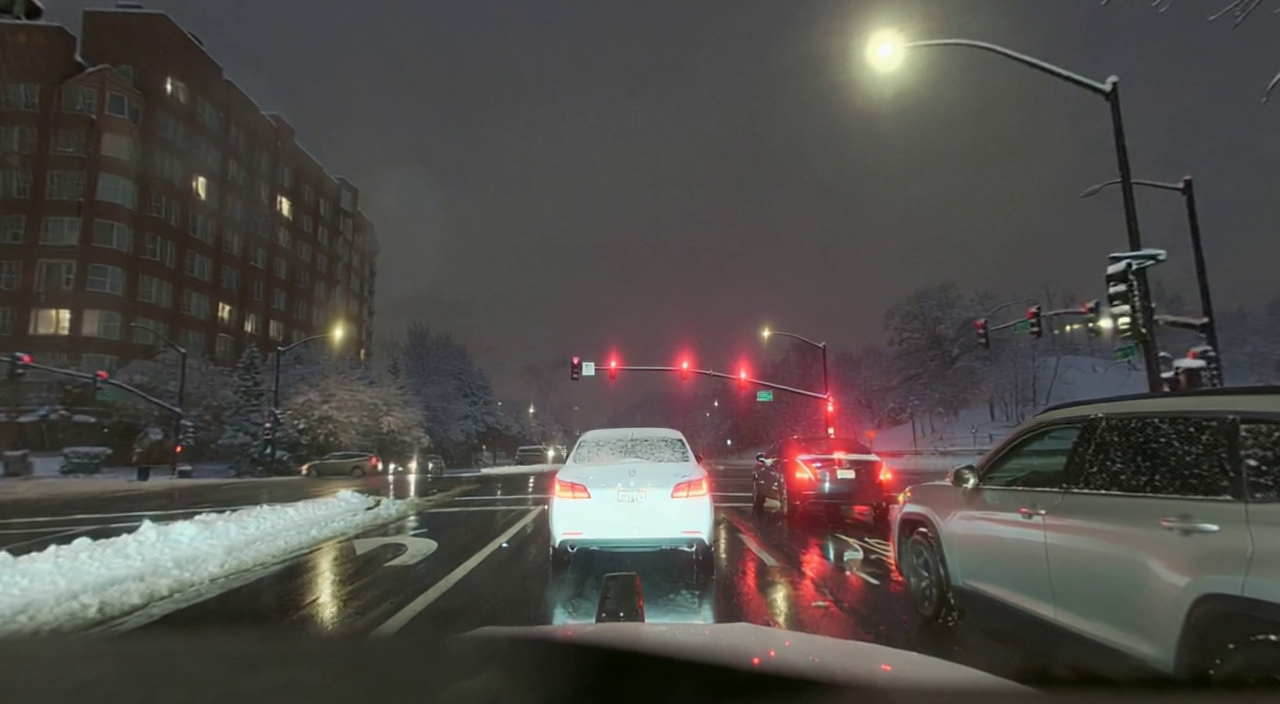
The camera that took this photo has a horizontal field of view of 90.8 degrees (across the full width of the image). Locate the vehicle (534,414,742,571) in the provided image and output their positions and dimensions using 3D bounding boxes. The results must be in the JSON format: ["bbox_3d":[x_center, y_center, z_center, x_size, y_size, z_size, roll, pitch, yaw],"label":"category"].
[{"bbox_3d":[-0.070,1.786,8.758,2.188,1.637,4.027,0,-8,-1],"label":"vehicle"}]

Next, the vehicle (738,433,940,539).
[{"bbox_3d":[3.153,2.215,11.140,2.001,1.463,4.398,0,-8,-2],"label":"vehicle"}]

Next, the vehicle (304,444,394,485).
[{"bbox_3d":[-14.234,5.413,30.793,4.448,1.837,2.021,-6,-11,37],"label":"vehicle"}]

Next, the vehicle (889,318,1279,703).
[{"bbox_3d":[3.008,0.864,2.667,2.103,1.701,4.294,0,-8,-1],"label":"vehicle"}]
